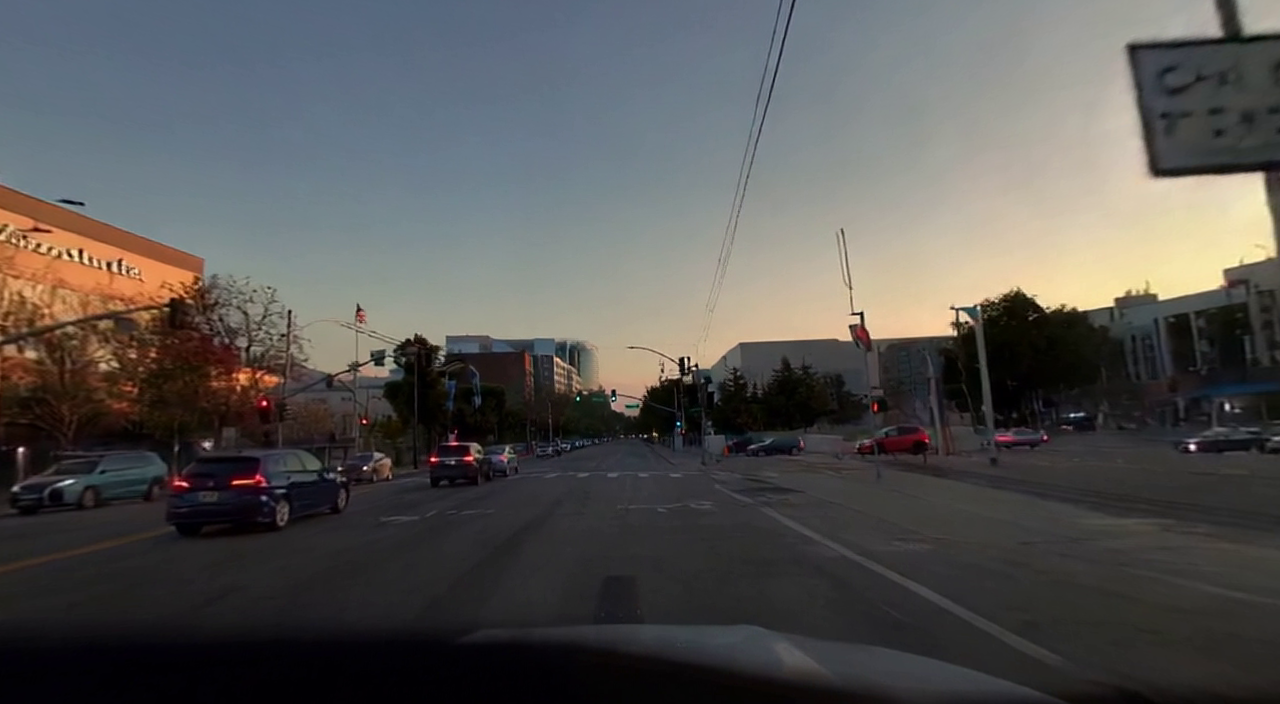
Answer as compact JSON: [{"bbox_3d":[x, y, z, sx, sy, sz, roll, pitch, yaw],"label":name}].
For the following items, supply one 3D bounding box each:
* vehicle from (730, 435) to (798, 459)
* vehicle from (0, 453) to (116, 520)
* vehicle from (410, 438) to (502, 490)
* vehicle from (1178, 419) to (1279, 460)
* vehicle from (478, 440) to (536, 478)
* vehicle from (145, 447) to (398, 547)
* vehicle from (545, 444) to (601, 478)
[{"bbox_3d":[9.225,7.107,47.153,4.568,1.704,2.038,1,-9,-5],"label":"vehicle"},{"bbox_3d":[-16.617,3.510,16.796,1.964,1.569,4.256,1,-9,-8],"label":"vehicle"},{"bbox_3d":[-6.378,3.919,22.297,2.012,1.664,3.917,0,-9,1],"label":"vehicle"},{"bbox_3d":[24.978,3.661,26.267,1.690,1.559,3.521,1,-9,-5],"label":"vehicle"},{"bbox_3d":[-6.211,5.034,29.854,1.954,1.644,4.290,0,-9,-2],"label":"vehicle"},{"bbox_3d":[-6.459,2.539,11.861,1.960,1.479,4.654,0,-9,0],"label":"vehicle"},{"bbox_3d":[-3.074,5.106,29.876,2.147,1.472,4.406,0,-9,0],"label":"vehicle"}]
